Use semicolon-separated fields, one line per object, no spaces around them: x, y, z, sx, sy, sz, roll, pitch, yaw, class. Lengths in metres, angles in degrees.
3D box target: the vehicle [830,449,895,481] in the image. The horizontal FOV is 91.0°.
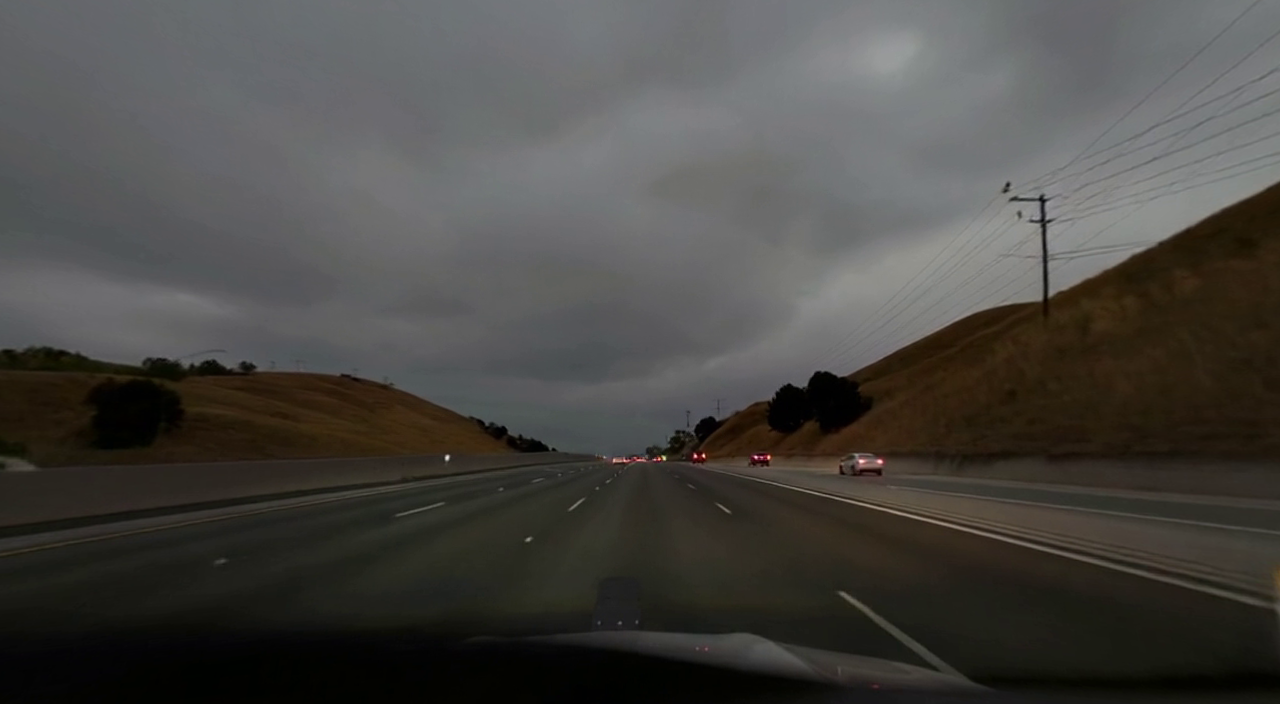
11.488;5.826;32.743;1.884;1.486;3.770;0;-9;-2;vehicle
